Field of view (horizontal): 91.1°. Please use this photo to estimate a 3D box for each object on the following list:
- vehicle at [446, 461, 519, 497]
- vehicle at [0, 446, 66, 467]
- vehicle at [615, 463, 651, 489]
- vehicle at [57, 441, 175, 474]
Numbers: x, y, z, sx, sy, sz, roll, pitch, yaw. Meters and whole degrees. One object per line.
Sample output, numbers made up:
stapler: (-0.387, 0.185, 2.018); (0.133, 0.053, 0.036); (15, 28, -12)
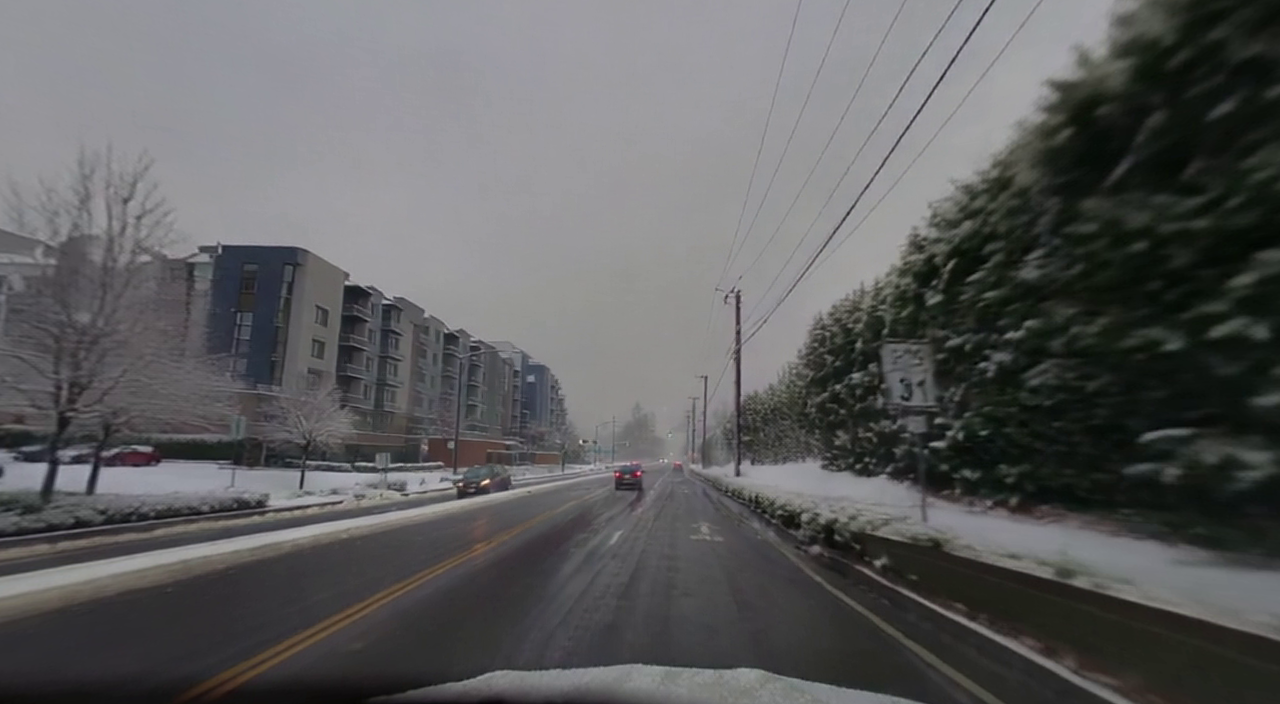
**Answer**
vehicle: (-7.041, 5.753, 28.660); (1.979, 1.499, 4.666); (0, -10, 2)
vehicle: (-44.709, 7.650, 45.726); (1.714, 1.464, 3.804); (-3, -11, 20)
vehicle: (-0.401, 8.170, 41.577); (2.067, 1.629, 3.858); (0, -10, 5)
vehicle: (-33.443, 6.795, 40.331); (2.033, 1.959, 5.294); (-4, -11, 22)
